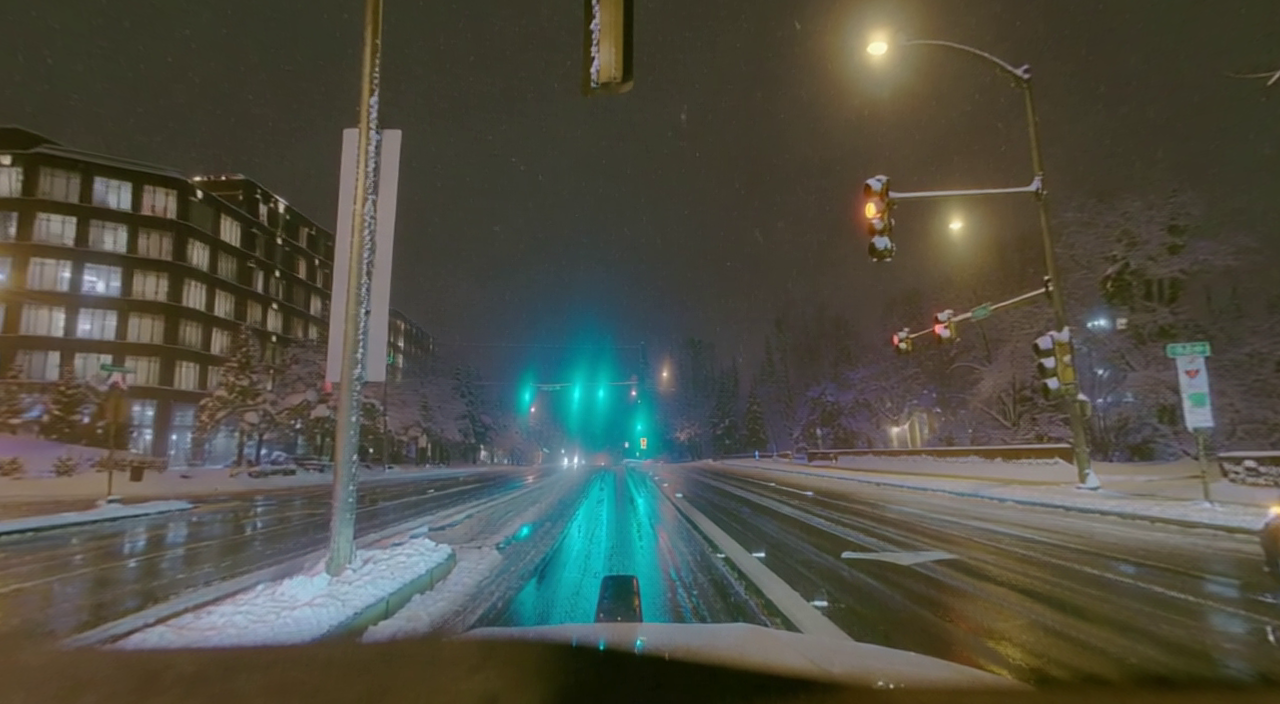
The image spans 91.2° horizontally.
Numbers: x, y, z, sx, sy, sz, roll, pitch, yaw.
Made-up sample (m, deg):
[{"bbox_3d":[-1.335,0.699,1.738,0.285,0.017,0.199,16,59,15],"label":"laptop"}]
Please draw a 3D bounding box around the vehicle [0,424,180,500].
[{"bbox_3d":[-24.960,4.825,27.587,7.088,3.096,2.678,0,-9,-1],"label":"vehicle"}]
